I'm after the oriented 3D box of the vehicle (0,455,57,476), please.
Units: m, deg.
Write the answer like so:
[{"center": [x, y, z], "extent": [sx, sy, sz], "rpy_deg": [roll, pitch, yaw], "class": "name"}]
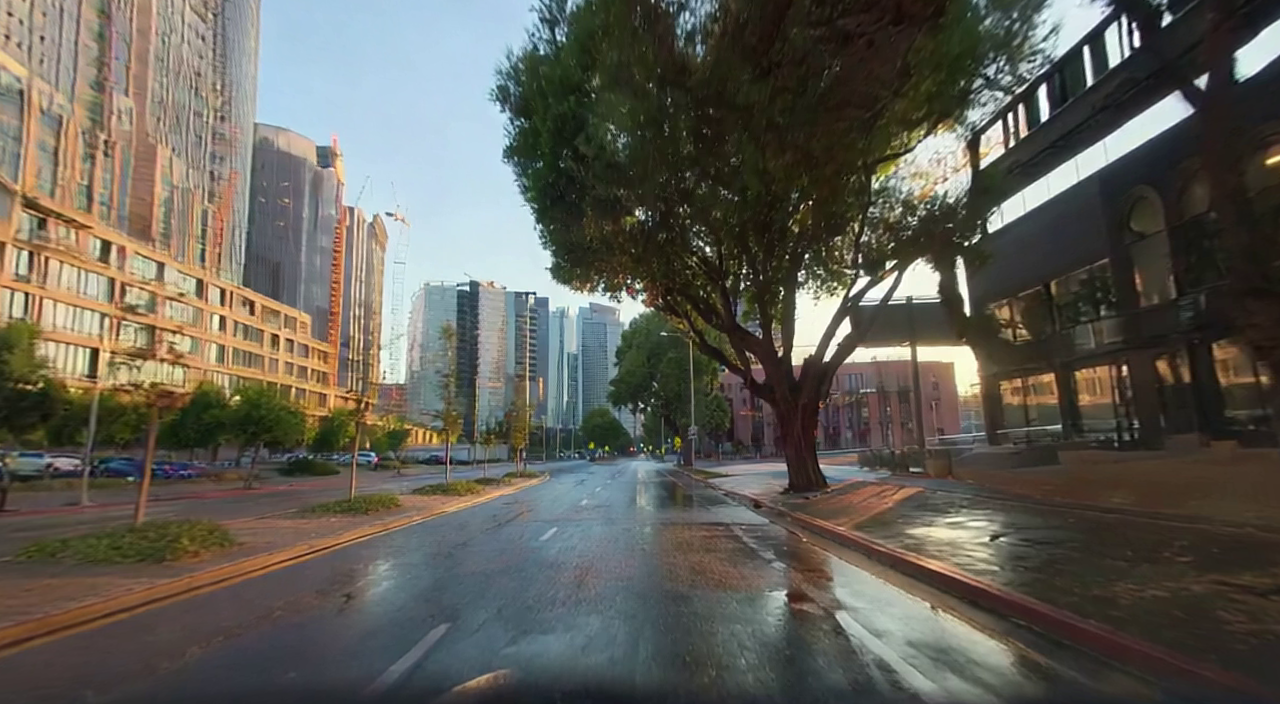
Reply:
[{"center": [-43.454, 7.948, 44.087], "extent": [3.564, 1.431, 1.678], "rpy_deg": [0, -9, 1], "class": "vehicle"}]
